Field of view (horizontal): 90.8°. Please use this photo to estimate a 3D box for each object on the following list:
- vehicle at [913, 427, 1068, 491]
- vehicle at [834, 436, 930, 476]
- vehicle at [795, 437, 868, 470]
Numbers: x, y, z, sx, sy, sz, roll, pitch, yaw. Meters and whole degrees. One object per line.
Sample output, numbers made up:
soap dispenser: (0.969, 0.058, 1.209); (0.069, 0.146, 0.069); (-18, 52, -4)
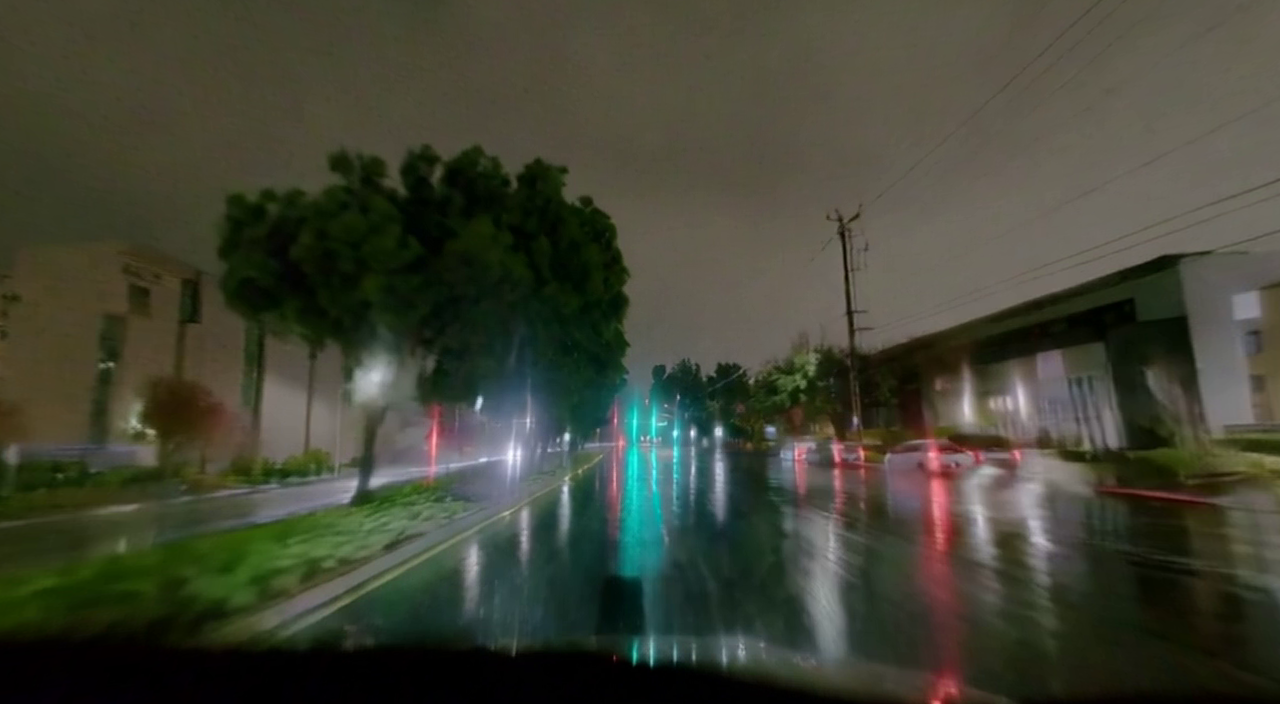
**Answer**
vehicle: (9.831, 3.037, 18.182); (1.970, 1.610, 4.247); (0, -8, -1)
vehicle: (9.652, 4.195, 25.657); (1.930, 1.453, 4.665); (0, -8, -1)
vehicle: (9.446, 5.049, 31.607); (1.898, 1.477, 4.695); (1, -8, -4)
